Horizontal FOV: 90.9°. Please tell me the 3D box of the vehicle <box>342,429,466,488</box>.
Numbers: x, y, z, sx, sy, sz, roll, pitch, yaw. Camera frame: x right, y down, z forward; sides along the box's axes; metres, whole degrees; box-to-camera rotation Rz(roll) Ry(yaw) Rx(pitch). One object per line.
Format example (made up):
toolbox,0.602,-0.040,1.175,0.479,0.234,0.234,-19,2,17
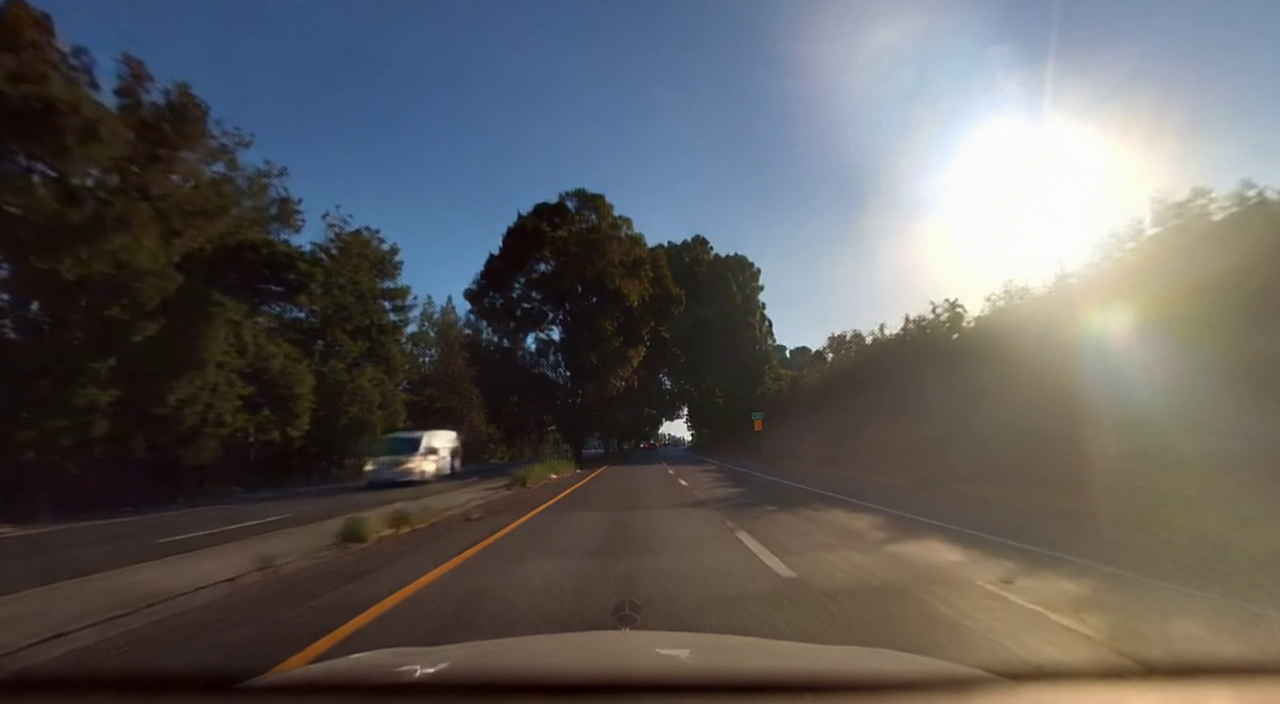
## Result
vehicle,-8.596,3.960,23.718,2.344,1.898,5.764,-1,-9,1
